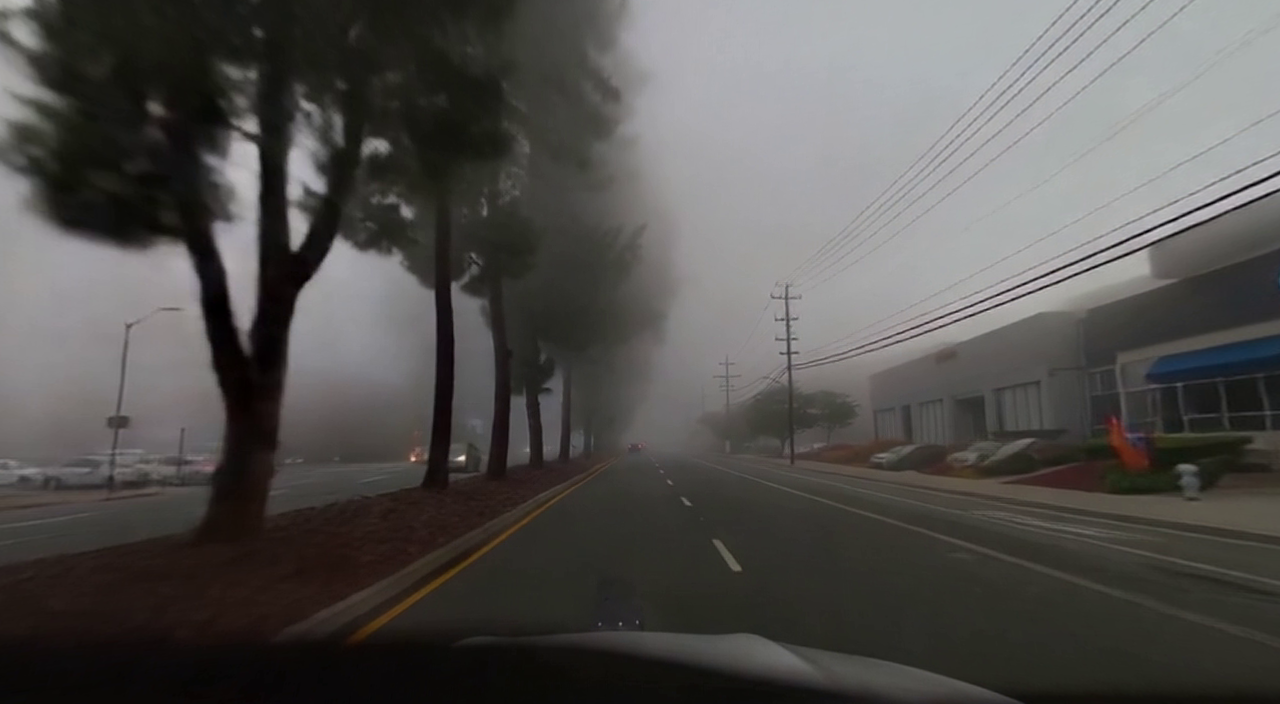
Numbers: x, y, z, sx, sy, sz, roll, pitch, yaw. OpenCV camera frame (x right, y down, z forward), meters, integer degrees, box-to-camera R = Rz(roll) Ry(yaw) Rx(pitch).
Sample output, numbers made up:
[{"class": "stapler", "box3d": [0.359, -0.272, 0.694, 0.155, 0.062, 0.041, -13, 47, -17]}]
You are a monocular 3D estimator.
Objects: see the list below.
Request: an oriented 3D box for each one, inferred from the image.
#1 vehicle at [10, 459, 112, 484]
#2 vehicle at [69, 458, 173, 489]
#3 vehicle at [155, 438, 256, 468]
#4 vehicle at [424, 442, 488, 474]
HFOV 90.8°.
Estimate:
[{"class": "vehicle", "box3d": [-37.744, 7.798, 41.310, 1.864, 1.501, 4.419, -4, -11, 29]}, {"class": "vehicle", "box3d": [-29.725, 6.962, 36.247, 4.377, 1.520, 1.843, -2, -8, 2]}, {"class": "vehicle", "box3d": [-29.776, 6.935, 43.449, 5.145, 1.979, 2.281, 0, -8, -3]}, {"class": "vehicle", "box3d": [-9.353, 5.425, 32.559, 1.900, 1.488, 4.675, 0, -8, 0]}]
